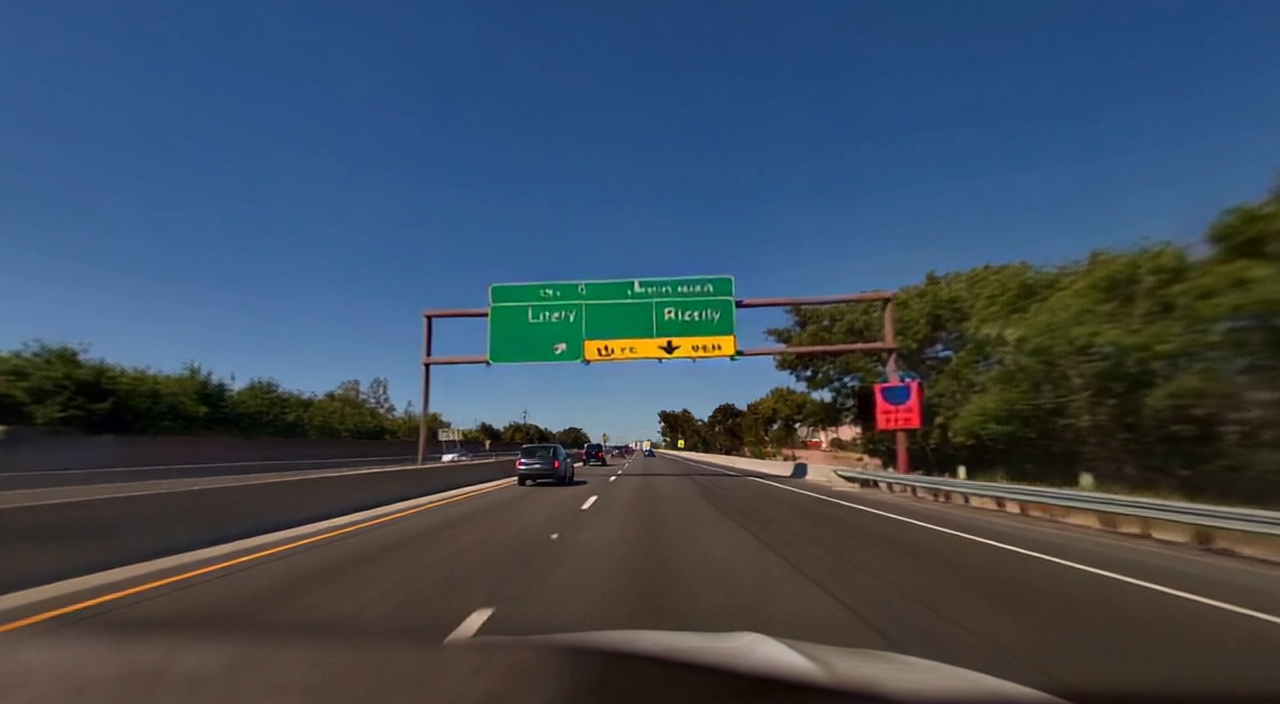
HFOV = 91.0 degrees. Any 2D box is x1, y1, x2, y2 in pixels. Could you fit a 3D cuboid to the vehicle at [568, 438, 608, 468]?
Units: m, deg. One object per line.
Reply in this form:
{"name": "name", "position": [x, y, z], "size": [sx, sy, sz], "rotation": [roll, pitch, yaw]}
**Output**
{"name": "vehicle", "position": [-3.345, 6.625, 41.306], "size": [2.177, 1.852, 4.427], "rotation": [0, -9, 1]}

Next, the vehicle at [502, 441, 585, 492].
{"name": "vehicle", "position": [-3.163, 3.892, 21.729], "size": [2.044, 1.527, 4.607], "rotation": [0, -9, 1]}
